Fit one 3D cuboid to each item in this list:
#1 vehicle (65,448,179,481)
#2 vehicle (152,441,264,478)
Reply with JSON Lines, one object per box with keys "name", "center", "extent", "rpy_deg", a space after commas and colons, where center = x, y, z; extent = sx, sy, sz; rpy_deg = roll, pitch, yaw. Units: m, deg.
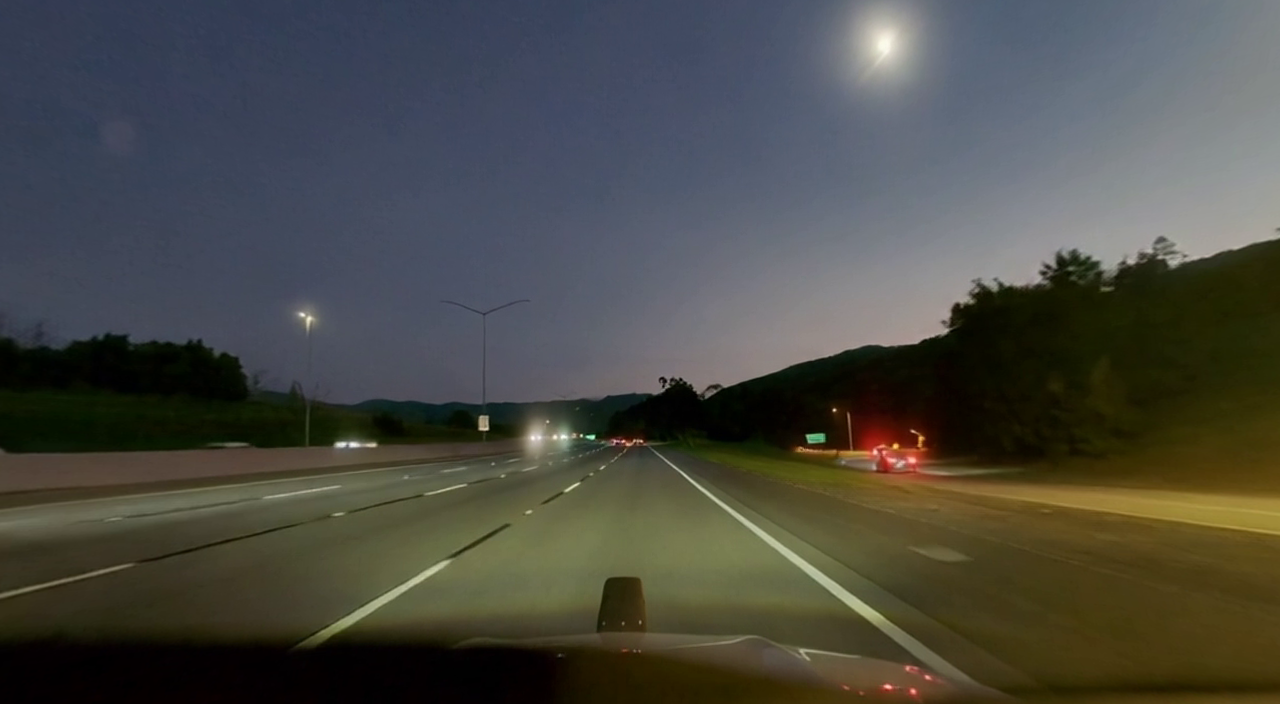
{"name": "vehicle", "center": [-28.281, 6.134, 34.694], "extent": [1.971, 1.649, 4.997], "rpy_deg": [0, -8, 1]}
{"name": "vehicle", "center": [-20.558, 5.107, 30.313], "extent": [1.893, 1.598, 4.805], "rpy_deg": [0, -8, 1]}
